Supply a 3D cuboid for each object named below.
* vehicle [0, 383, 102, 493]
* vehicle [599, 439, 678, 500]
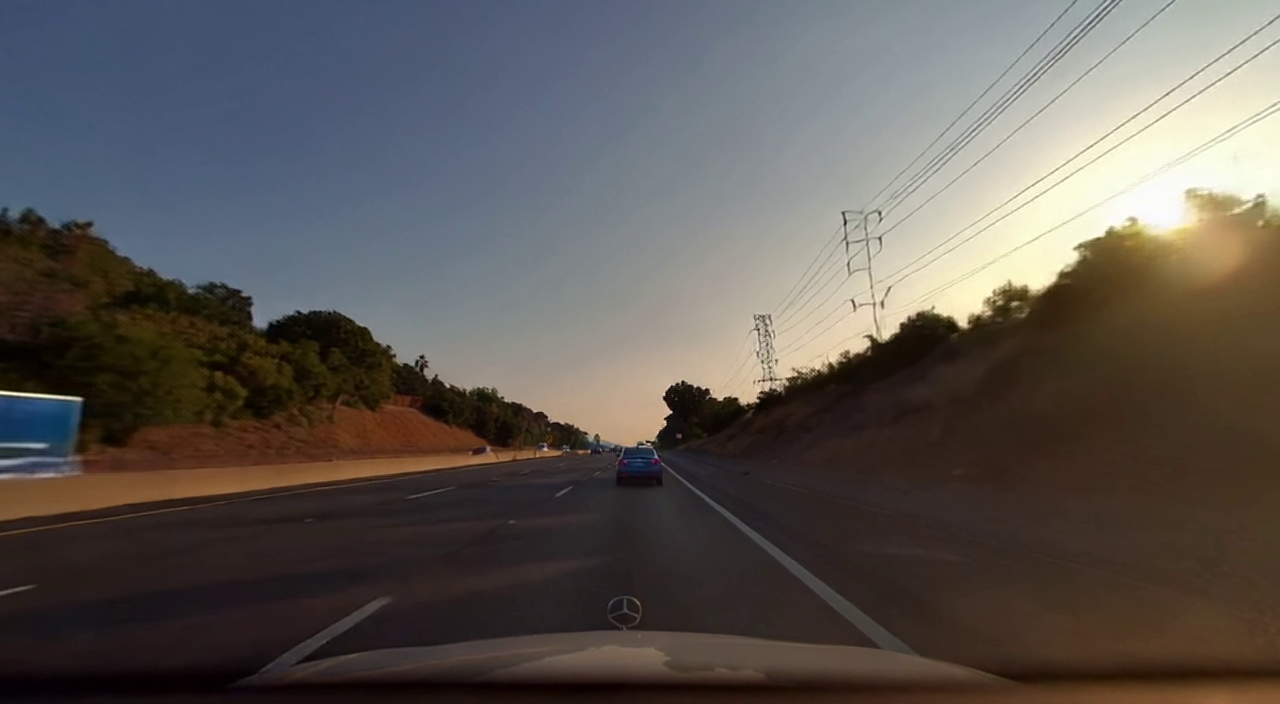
[{"bbox_3d":[-24.806,2.697,20.100,2.837,3.991,14.192,0,-9,0],"label":"vehicle"},{"bbox_3d":[-0.077,3.257,17.826,1.966,1.499,4.298,0,-9,-1],"label":"vehicle"}]
